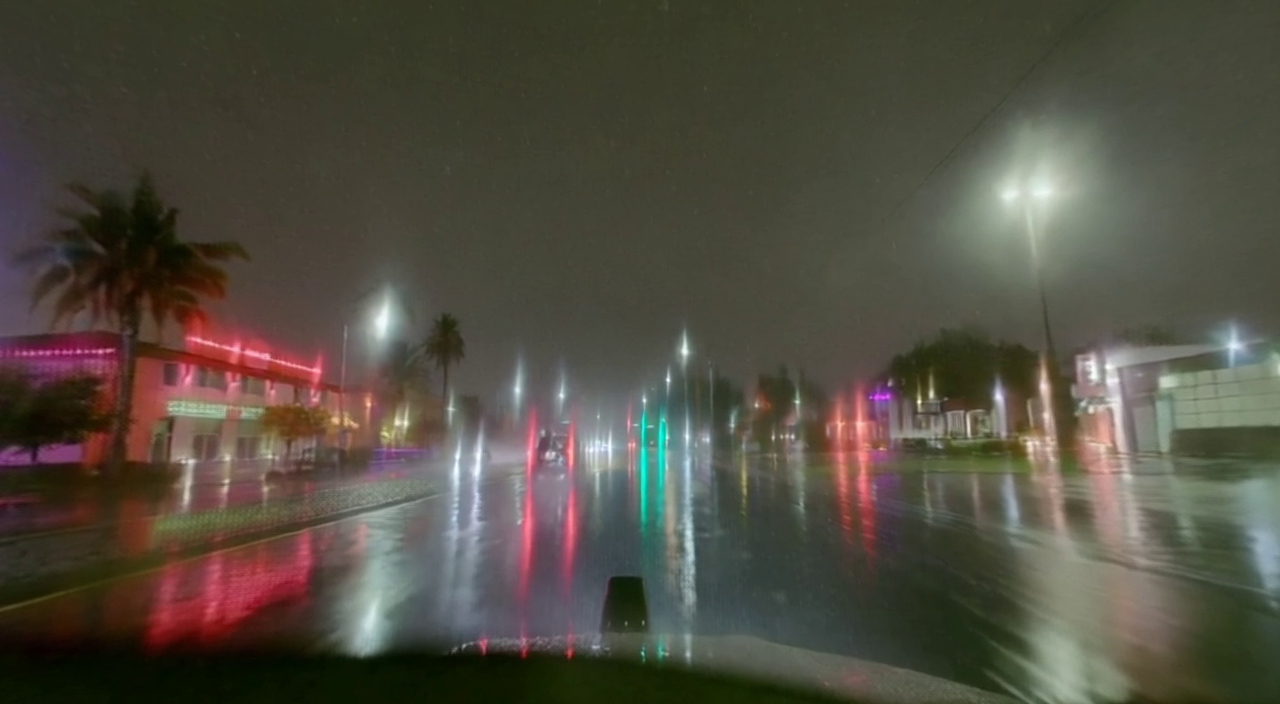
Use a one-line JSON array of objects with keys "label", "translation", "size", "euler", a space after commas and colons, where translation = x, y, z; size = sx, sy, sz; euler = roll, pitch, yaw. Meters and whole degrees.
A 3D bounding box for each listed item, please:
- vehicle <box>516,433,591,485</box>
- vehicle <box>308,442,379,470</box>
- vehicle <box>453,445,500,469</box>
[{"label": "vehicle", "translation": [-3.041, 3.888, 23.214], "size": [2.062, 1.693, 4.669], "euler": [0, -8, 1]}, {"label": "vehicle", "translation": [-22.093, 7.778, 47.315], "size": [2.452, 1.859, 5.964], "euler": [-3, -9, 0]}, {"label": "vehicle", "translation": [-10.847, 6.967, 42.056], "size": [1.930, 1.480, 4.115], "euler": [0, -9, 1]}]
